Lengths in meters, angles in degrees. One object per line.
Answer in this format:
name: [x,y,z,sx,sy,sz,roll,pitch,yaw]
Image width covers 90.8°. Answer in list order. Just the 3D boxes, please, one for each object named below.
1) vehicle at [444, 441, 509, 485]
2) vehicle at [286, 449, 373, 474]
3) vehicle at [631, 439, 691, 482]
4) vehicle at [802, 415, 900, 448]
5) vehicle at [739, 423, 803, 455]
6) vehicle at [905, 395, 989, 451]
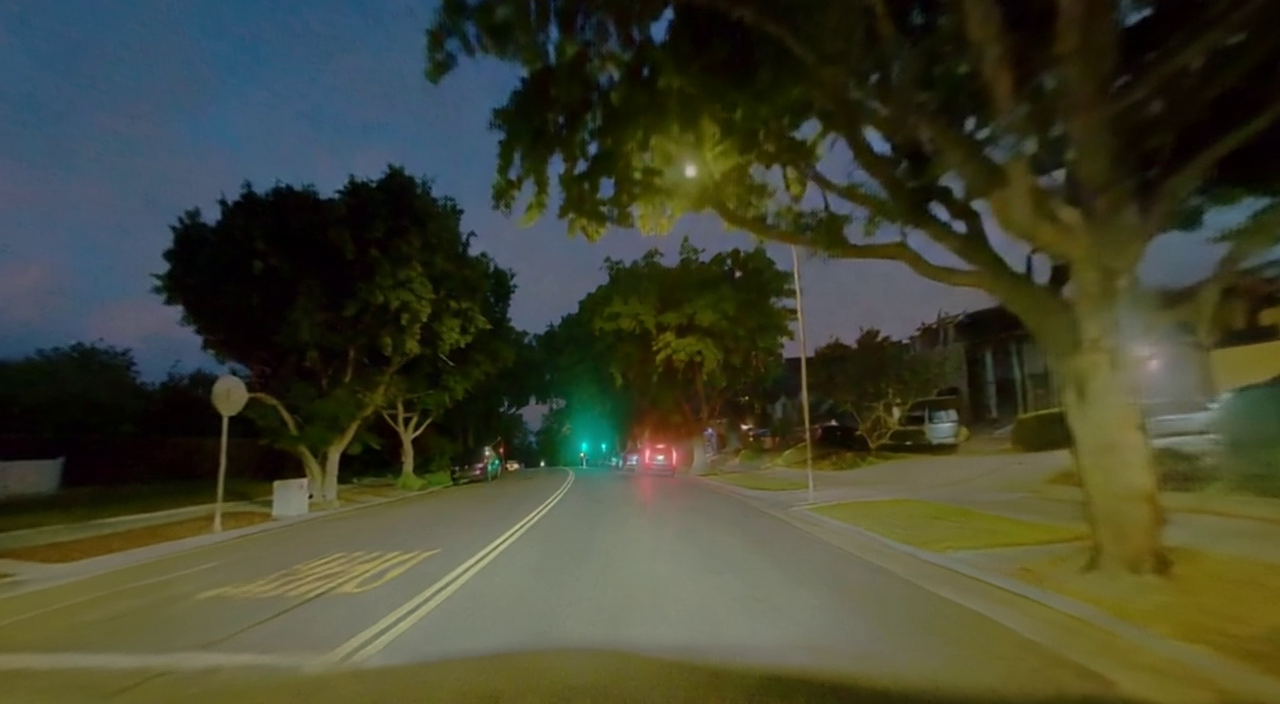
vehicle: [-7.368,4.989,28.979,2.155,1.729,4.799,0,-7,-6]
vehicle: [-18.956,6.679,38.611,4.527,1.466,1.880,-2,-9,11]
vehicle: [0.911,5.077,30.003,2.229,1.826,4.611,0,-8,-6]
vehicle: [11.202,4.294,33.825,4.639,1.634,2.005,-2,-8,10]
vehicle: [8.308,5.512,39.890,2.100,1.857,4.611,-7,-10,37]
vehicle: [11.139,2.704,23.263,1.880,1.626,4.495,-2,-12,15]
